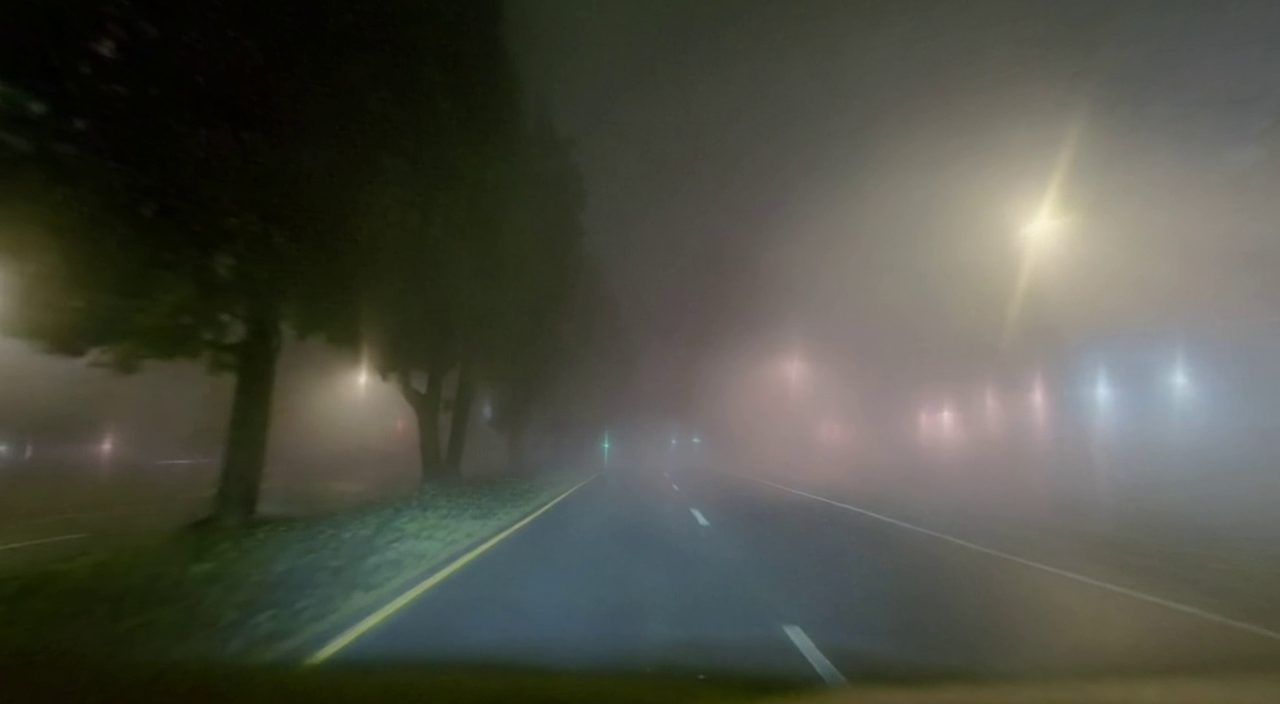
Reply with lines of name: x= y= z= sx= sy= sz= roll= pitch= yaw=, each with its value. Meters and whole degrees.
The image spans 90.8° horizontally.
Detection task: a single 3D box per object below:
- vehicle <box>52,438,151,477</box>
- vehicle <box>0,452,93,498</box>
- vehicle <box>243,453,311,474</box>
vehicle: x=-41.549 y=8.116 z=48.837 sx=5.637 sy=2.663 sz=2.208 roll=-2 pitch=-6 yaw=-2
vehicle: x=-27.971 y=5.568 z=28.258 sx=4.971 sy=1.743 sz=2.107 roll=-4 pitch=-6 yaw=-4
vehicle: x=-28.688 y=8.773 z=49.952 sx=4.342 sy=1.446 sz=1.722 roll=-2 pitch=-8 yaw=2
